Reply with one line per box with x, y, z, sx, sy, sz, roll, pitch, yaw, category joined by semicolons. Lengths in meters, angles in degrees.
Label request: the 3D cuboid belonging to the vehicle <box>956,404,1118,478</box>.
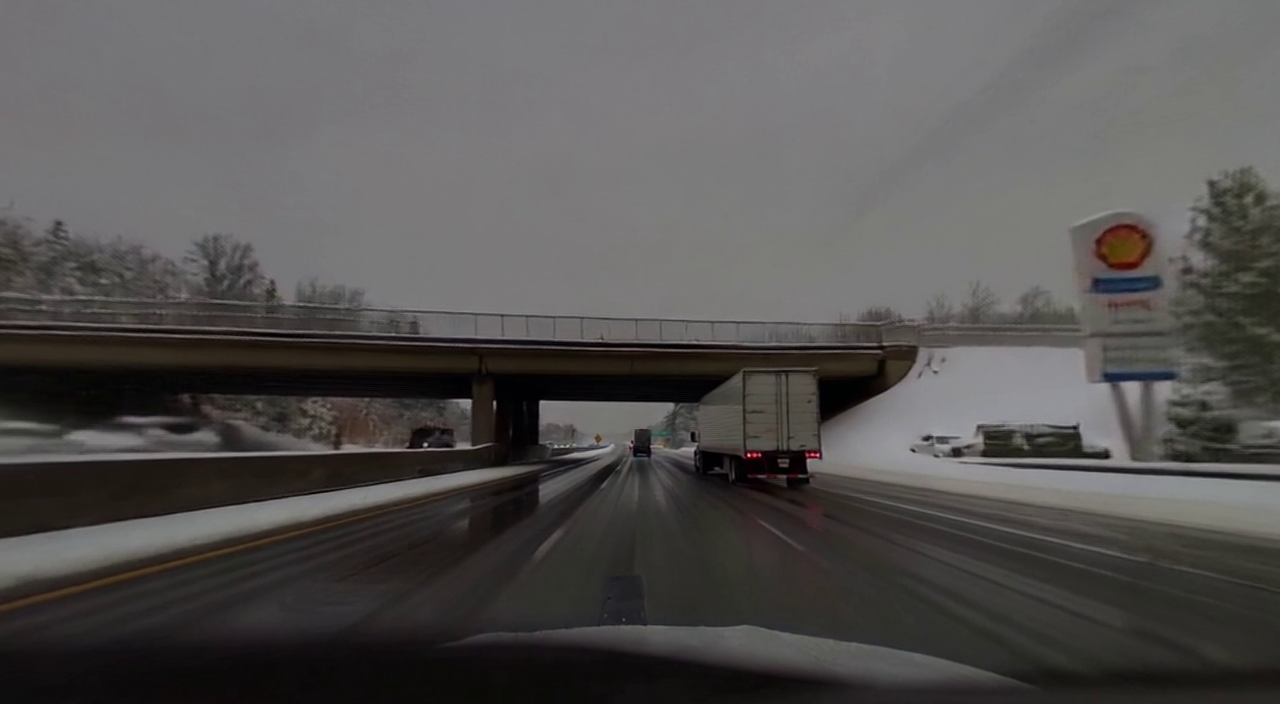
21.977;5.108;35.936;2.784;3.571;9.857;0;-9;0;vehicle

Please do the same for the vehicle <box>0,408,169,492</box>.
-12.156;1.981;12.813;1.831;1.463;4.205;0;-9;1;vehicle

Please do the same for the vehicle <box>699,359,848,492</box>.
4.677;3.267;26.197;2.881;3.995;14.382;0;-9;-1;vehicle
